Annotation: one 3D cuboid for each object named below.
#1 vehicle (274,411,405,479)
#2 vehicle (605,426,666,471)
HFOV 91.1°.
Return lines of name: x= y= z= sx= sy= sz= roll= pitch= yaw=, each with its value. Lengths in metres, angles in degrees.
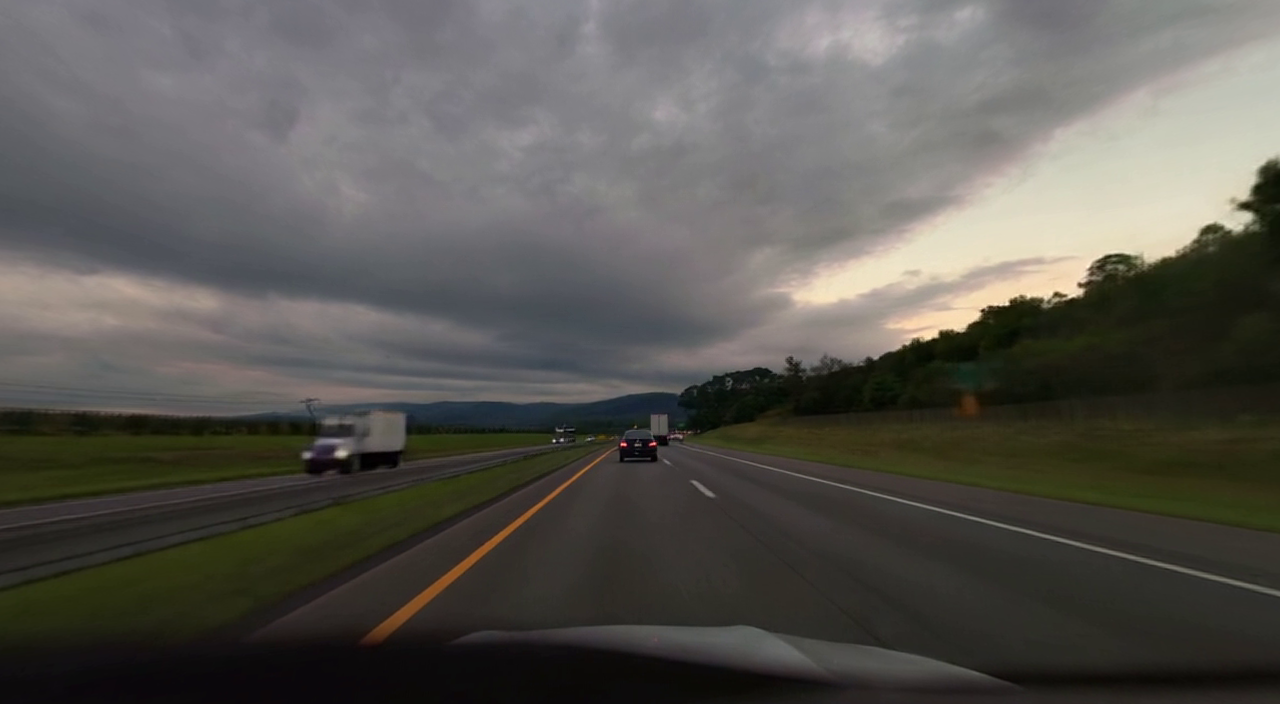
vehicle: x=-12.404 y=3.895 z=26.660 sx=2.566 sy=2.551 sz=6.084 roll=0 pitch=-8 yaw=-1
vehicle: x=-0.194 y=3.826 z=25.089 sx=2.216 sy=1.623 sz=4.220 roll=0 pitch=-8 yaw=-1
